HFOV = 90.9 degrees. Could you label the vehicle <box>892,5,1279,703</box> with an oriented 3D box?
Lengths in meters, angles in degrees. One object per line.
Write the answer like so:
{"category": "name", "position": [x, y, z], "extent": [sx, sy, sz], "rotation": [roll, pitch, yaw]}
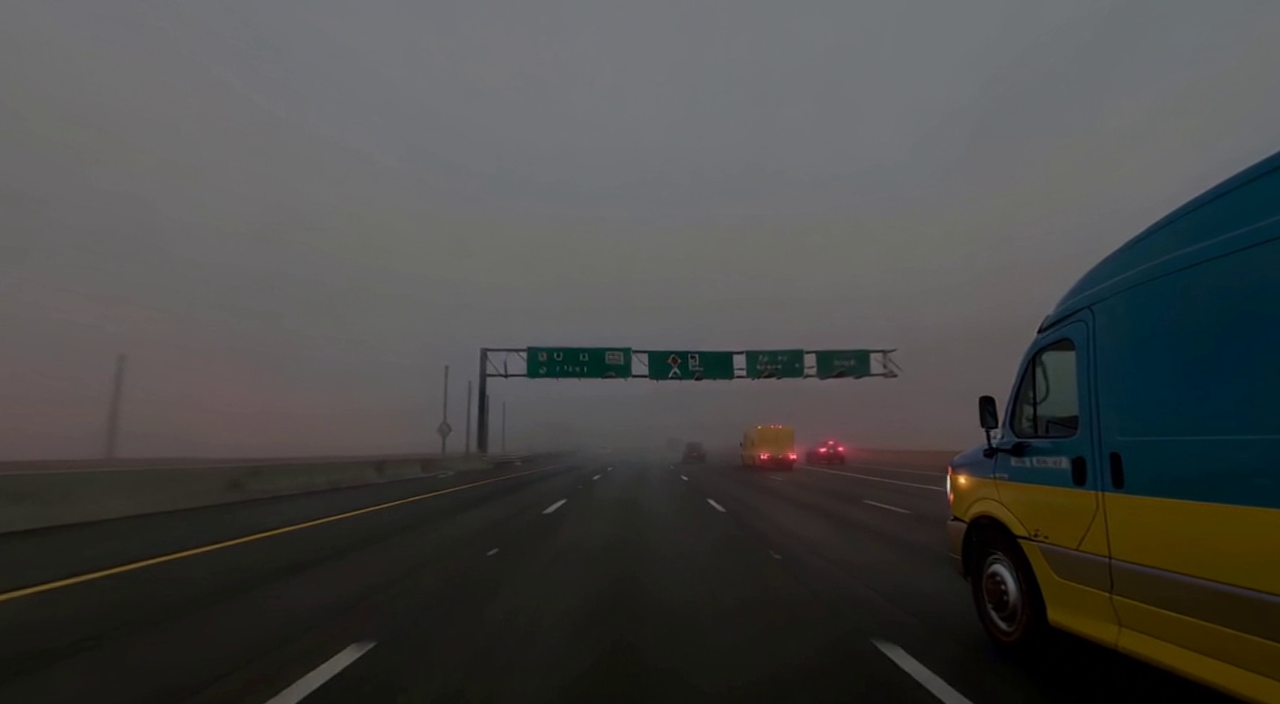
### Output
{"category": "vehicle", "position": [3.320, 0.160, 1.474], "extent": [2.436, 2.745, 7.034], "rotation": [0, -8, -1]}

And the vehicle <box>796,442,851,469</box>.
{"category": "vehicle", "position": [10.834, 6.194, 37.689], "extent": [1.976, 1.474, 4.779], "rotation": [0, -9, 2]}

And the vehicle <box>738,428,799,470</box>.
{"category": "vehicle", "position": [7.287, 5.586, 36.446], "extent": [2.301, 2.203, 5.419], "rotation": [0, -8, -1]}

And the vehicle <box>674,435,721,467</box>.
{"category": "vehicle", "position": [3.624, 6.439, 41.202], "extent": [2.464, 1.961, 5.520], "rotation": [0, -8, -1]}
